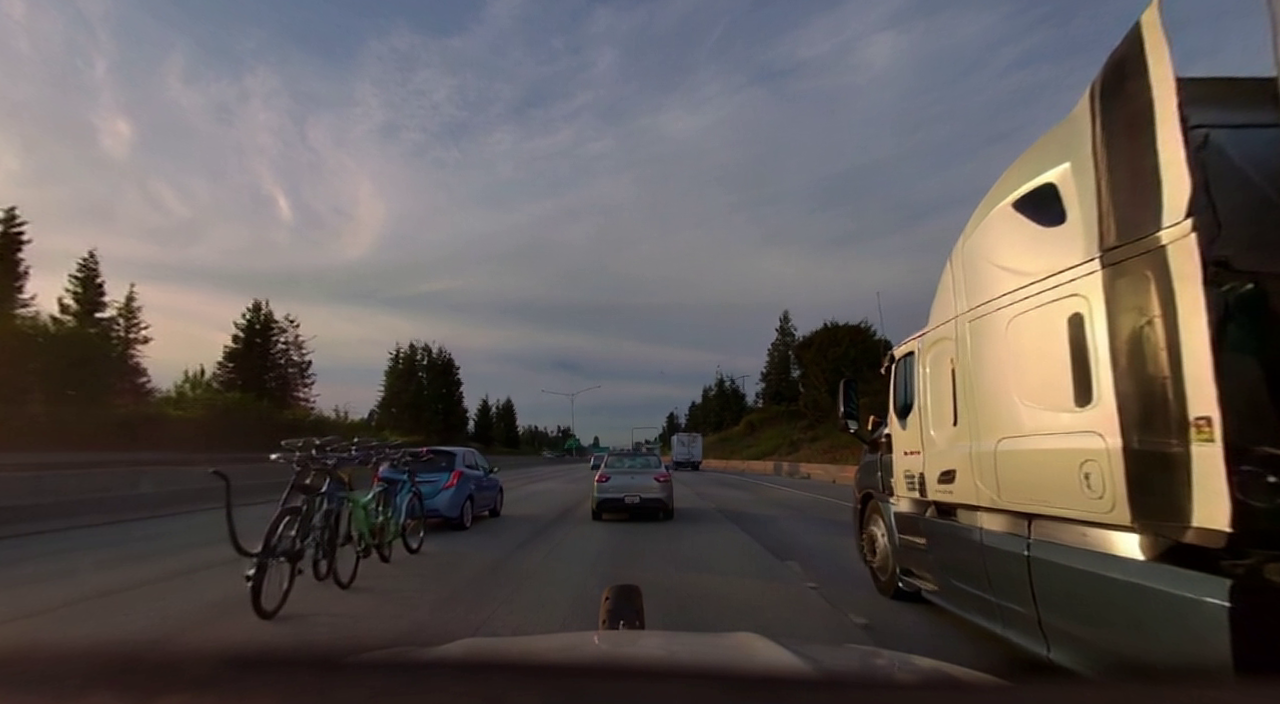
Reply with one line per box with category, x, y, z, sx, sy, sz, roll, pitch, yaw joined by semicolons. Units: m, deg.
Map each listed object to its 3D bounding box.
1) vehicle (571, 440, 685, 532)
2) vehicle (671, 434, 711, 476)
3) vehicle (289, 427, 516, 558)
vehicle;-0.237;2.613;12.748;1.973;1.574;3.426;0;-9;-1
vehicle;3.440;7.149;43.859;2.234;2.679;5.372;0;-9;-1
vehicle;-3.541;2.191;10.550;1.985;1.671;4.604;0;-9;0
